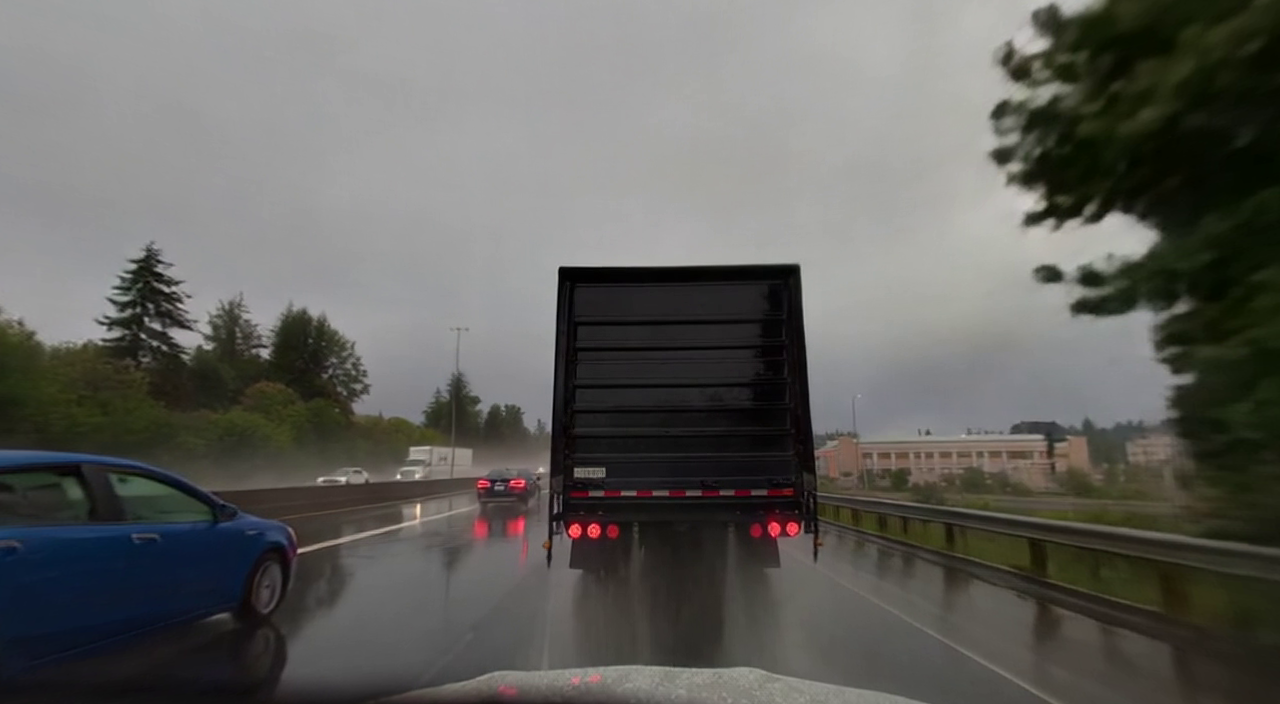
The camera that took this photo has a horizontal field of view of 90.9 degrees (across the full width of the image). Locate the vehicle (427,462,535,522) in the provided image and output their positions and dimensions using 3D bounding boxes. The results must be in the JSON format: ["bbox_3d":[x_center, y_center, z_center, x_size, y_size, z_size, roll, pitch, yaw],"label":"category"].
[{"bbox_3d":[-4.443,3.995,18.363,1.891,1.469,4.431,0,-11,1],"label":"vehicle"}]

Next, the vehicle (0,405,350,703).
[{"bbox_3d":[-3.923,1.185,3.702,1.983,1.575,4.973,0,-11,1],"label":"vehicle"}]

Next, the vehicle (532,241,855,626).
[{"bbox_3d":[0.629,1.443,10.138,2.831,3.529,8.689,0,-11,2],"label":"vehicle"}]
